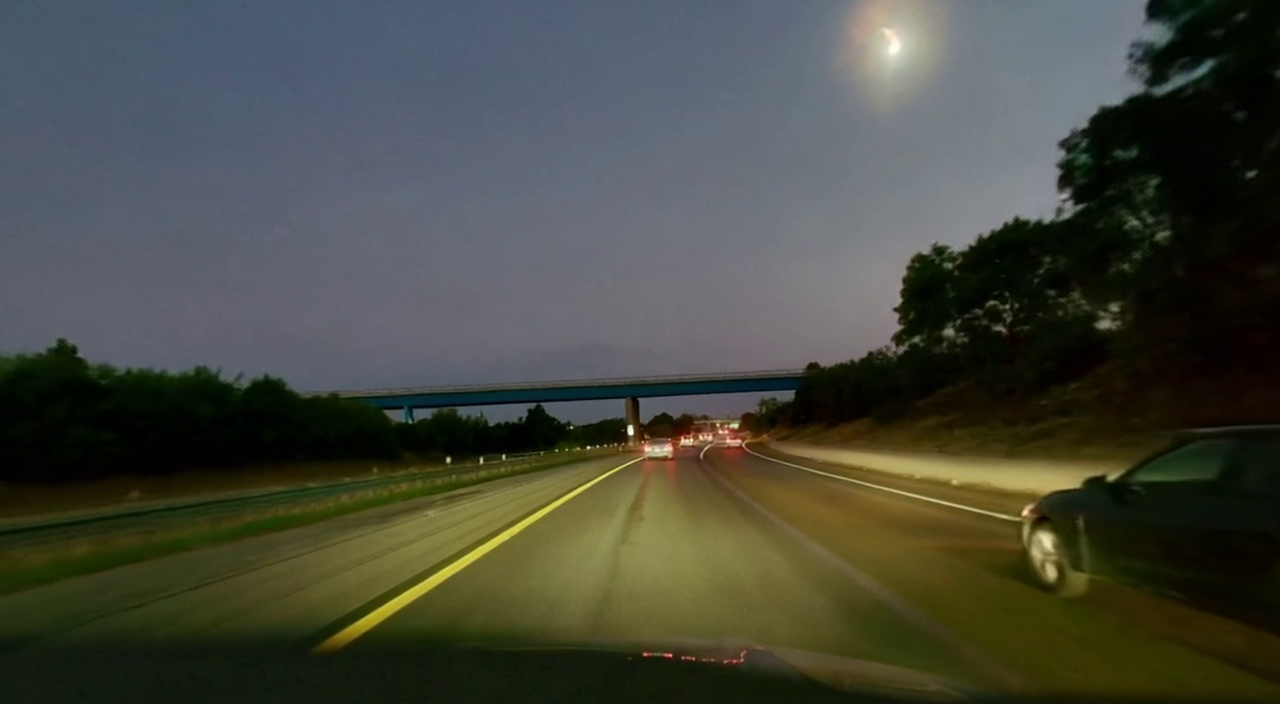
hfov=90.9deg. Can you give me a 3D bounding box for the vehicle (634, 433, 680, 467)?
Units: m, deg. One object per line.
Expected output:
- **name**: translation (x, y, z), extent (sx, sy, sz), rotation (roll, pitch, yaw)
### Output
- **vehicle**: translation (0.839, 4.594, 29.644), extent (1.993, 1.461, 3.812), rotation (-1, -8, 3)

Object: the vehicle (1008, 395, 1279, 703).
- **vehicle**: translation (4.100, 0.944, 2.906), extent (2.163, 1.489, 4.470), rotation (0, -8, 1)
